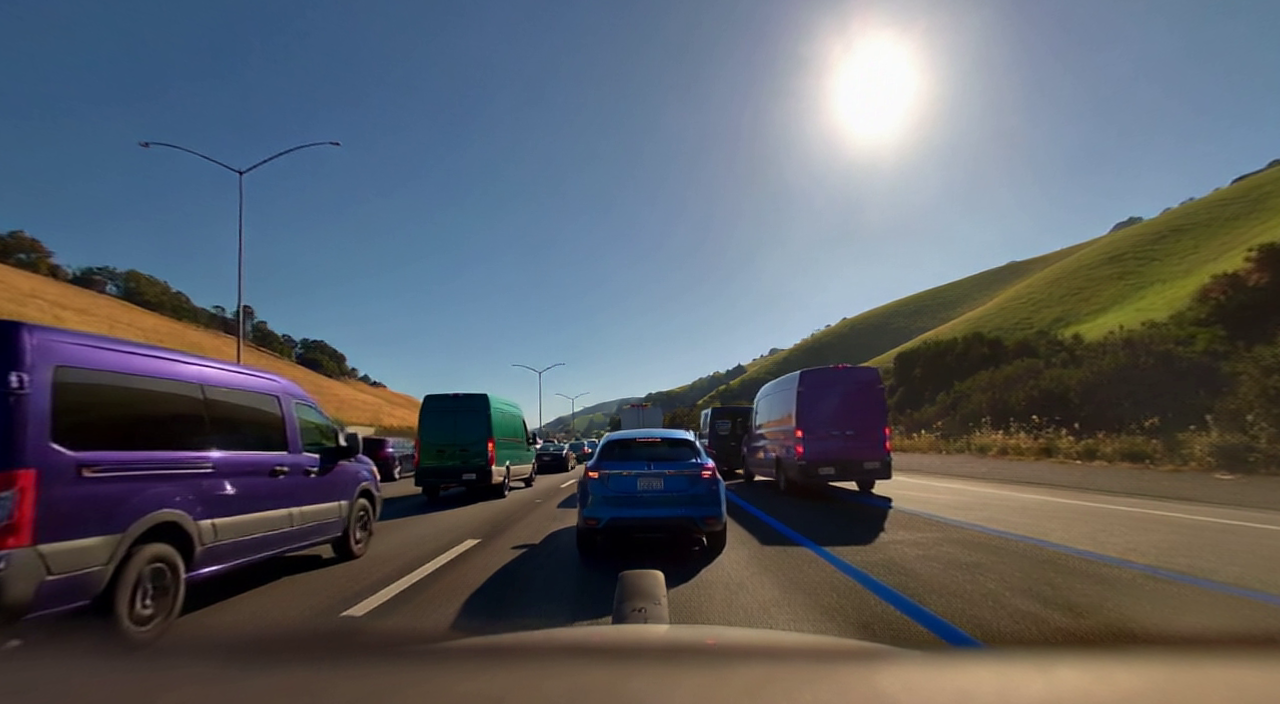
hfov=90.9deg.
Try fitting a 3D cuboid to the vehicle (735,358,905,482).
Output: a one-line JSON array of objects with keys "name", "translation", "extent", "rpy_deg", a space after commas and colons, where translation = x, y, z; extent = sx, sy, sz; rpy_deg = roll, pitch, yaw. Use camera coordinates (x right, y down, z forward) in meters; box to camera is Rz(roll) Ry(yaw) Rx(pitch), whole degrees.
[{"name": "vehicle", "translation": [6.485, 2.937, 25.405], "extent": [2.977, 3.878, 11.111], "rpy_deg": [0, -8, -3]}]

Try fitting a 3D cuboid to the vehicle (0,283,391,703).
[{"name": "vehicle", "translation": [-4.244, 1.007, 5.079], "extent": [2.195, 2.086, 5.445], "rpy_deg": [0, -8, 0]}]

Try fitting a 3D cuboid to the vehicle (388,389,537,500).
[{"name": "vehicle", "translation": [-4.505, 2.520, 17.253], "extent": [2.300, 2.522, 5.701], "rpy_deg": [-1, -8, 1]}]

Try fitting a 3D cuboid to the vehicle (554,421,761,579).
[{"name": "vehicle", "translation": [0.116, 1.719, 8.124], "extent": [2.003, 1.499, 3.930], "rpy_deg": [0, -8, -2]}]
